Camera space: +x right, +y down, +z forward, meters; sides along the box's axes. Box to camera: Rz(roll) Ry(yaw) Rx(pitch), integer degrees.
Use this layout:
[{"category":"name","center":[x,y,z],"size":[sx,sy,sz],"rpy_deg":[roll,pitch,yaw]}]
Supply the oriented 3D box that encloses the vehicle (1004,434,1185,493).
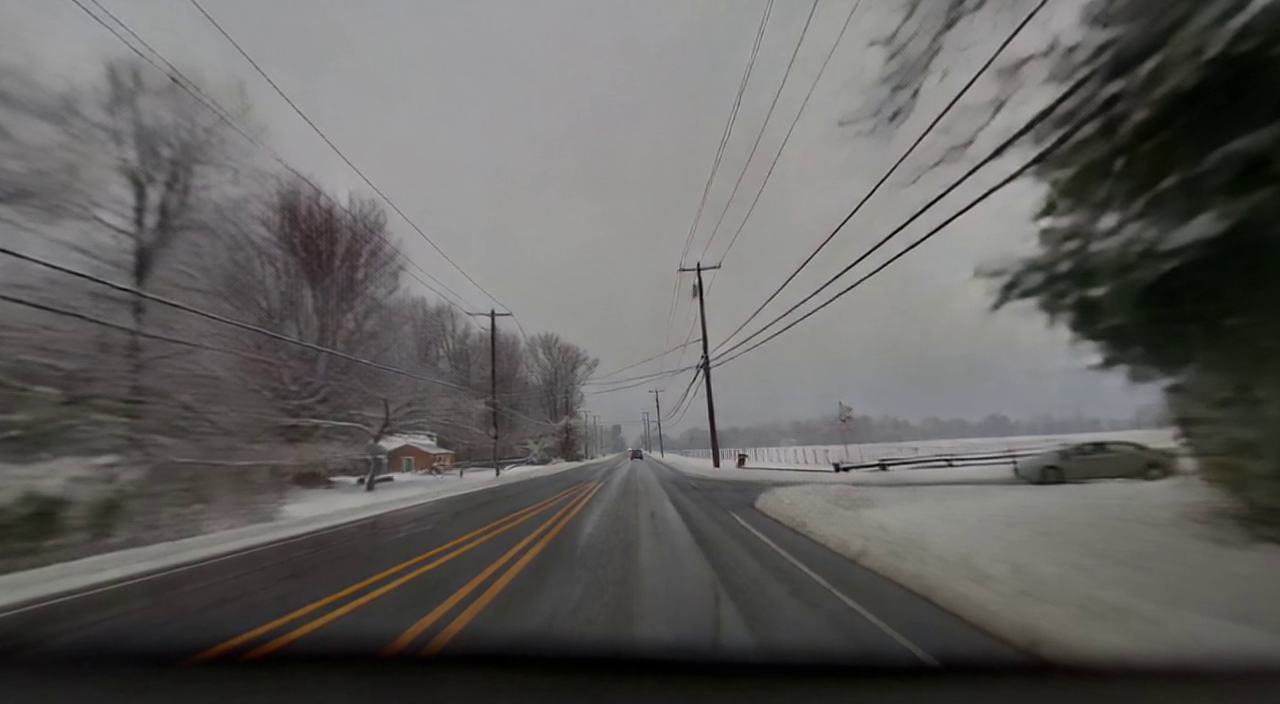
[{"category":"vehicle","center":[14.833,3.630,20.820],"size":[4.400,1.462,1.884],"rpy_deg":[-5,-7,1]}]
